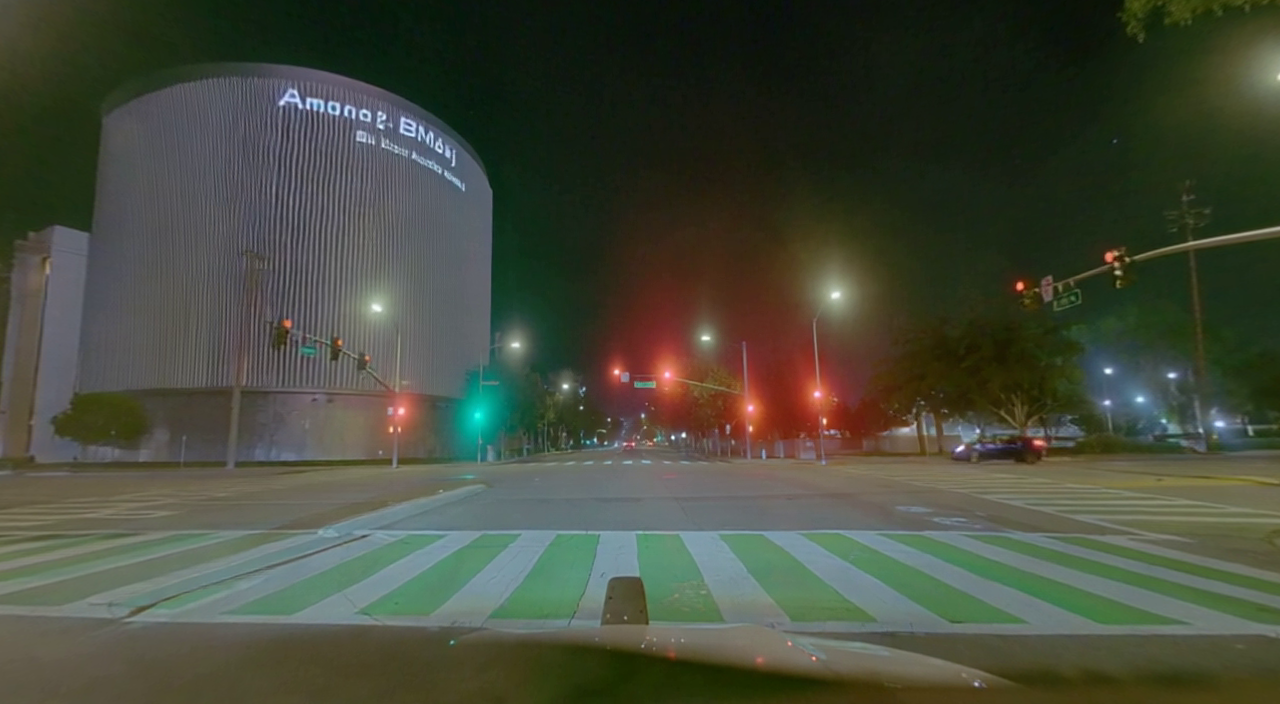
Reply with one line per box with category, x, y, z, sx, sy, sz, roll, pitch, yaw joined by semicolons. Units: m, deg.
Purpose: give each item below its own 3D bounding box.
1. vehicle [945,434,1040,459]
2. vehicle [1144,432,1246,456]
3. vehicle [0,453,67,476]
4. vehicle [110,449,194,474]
vehicle;21.293;5.765;38.262;4.529;1.457;1.981;-1;-8;4
vehicle;36.190;6.016;41.186;4.767;1.456;1.858;-1;-8;3
vehicle;-41.640;7.631;42.768;3.698;1.467;1.779;0;-8;1
vehicle;-33.060;7.402;42.759;4.136;1.661;1.857;0;-8;1
